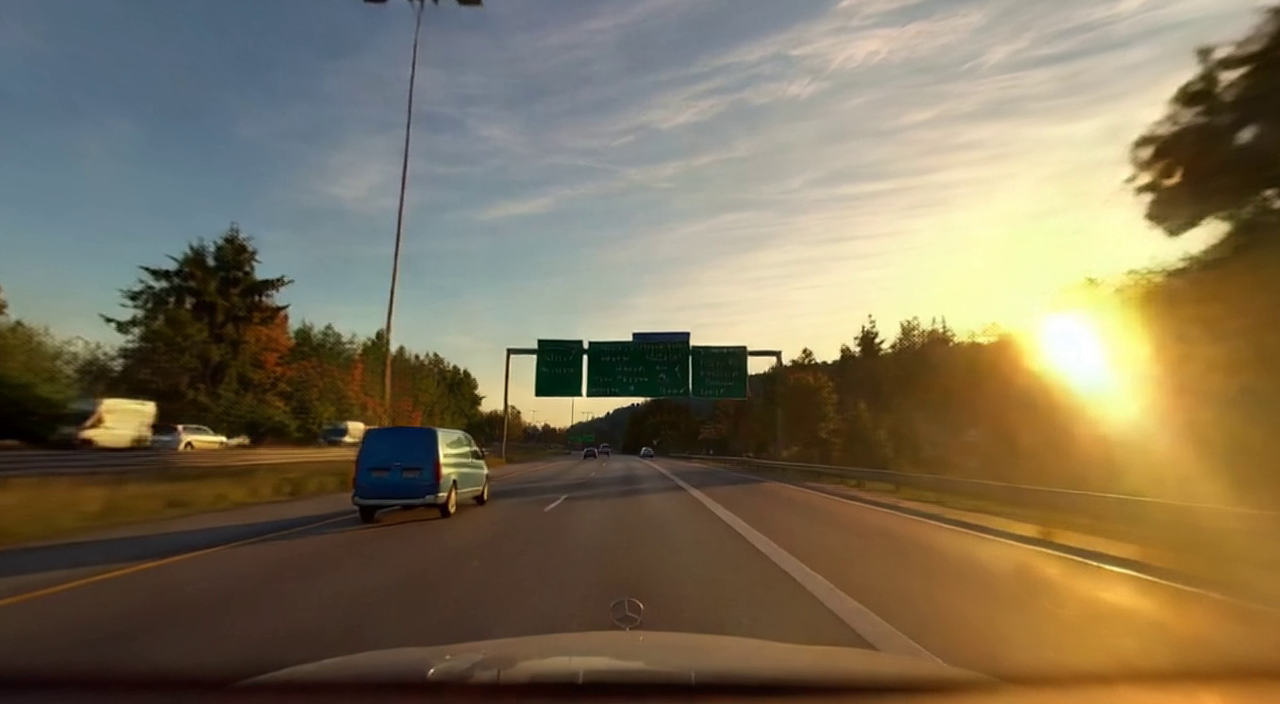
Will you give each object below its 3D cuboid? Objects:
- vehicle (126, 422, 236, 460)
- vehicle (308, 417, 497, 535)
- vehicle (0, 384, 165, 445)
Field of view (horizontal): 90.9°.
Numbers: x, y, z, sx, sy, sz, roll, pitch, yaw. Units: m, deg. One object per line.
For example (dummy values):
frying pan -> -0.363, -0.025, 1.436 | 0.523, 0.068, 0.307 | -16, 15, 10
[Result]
vehicle -> -19.152, 3.771, 26.496 | 1.879, 1.492, 3.607 | 0, -9, 0
vehicle -> -4.168, 2.249, 11.980 | 1.971, 1.795, 4.389 | 0, -9, -2
vehicle -> -37.562, 4.439, 42.109 | 2.733, 3.471, 11.809 | 0, -9, -2
